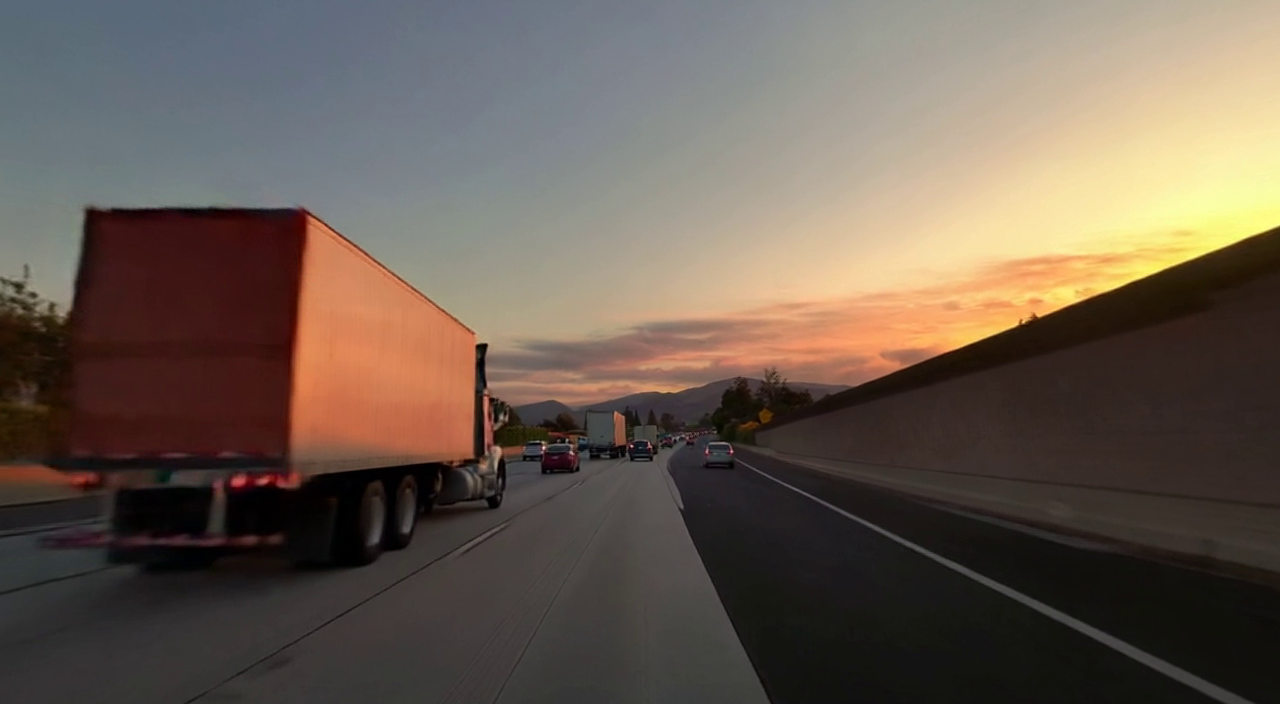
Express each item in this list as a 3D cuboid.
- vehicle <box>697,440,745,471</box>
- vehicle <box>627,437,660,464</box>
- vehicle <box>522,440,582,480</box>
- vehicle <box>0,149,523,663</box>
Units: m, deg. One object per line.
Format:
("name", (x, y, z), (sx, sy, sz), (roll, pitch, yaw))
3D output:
("vehicle", (4.169, 5.404, 33.026), (2.176, 1.493, 3.955), (-1, -8, 3))
("vehicle", (0.248, 7.249, 46.418), (2.325, 1.864, 4.128), (0, -8, 0))
("vehicle", (-3.773, 4.689, 27.759), (1.866, 1.568, 4.603), (0, -8, 1))
("vehicle", (-3.924, 0.827, 7.957), (3.123, 3.341, 7.669), (-1, -8, 2))
